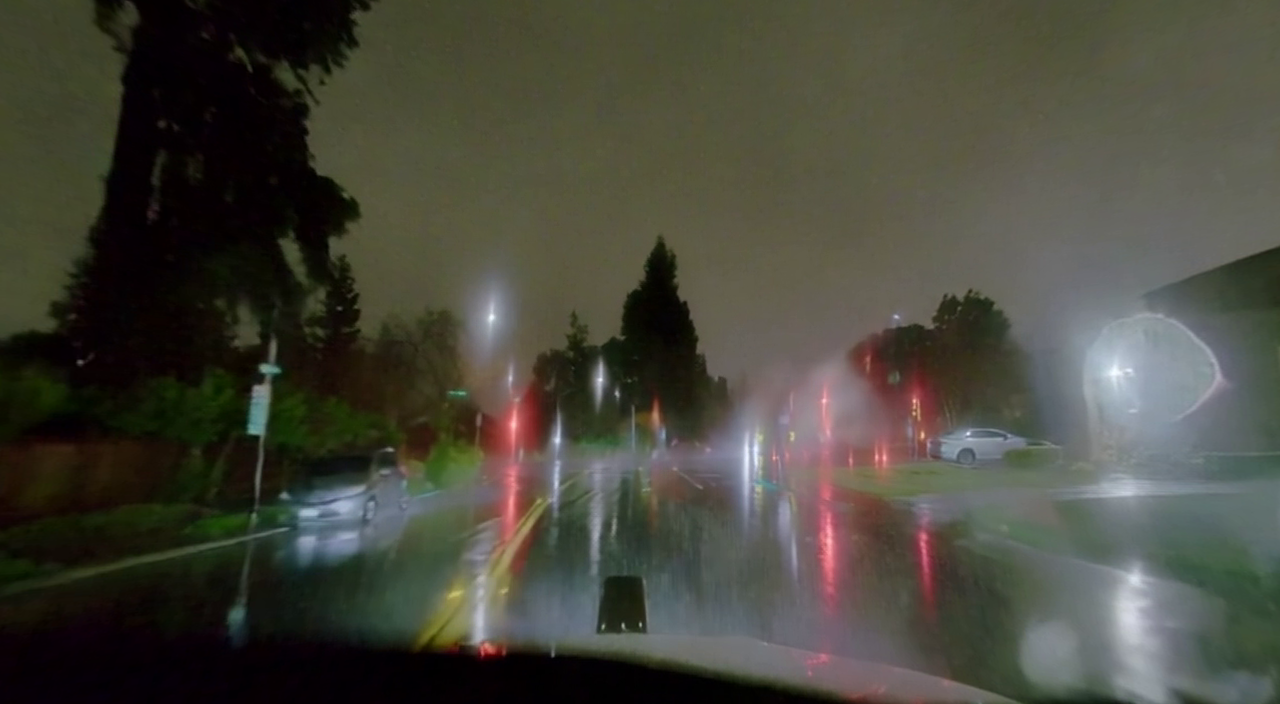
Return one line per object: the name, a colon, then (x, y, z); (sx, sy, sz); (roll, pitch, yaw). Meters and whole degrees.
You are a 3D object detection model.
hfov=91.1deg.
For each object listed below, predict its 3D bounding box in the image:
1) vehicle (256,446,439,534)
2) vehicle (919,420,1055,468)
vehicle: (-6.075, 2.855, 13.738); (2.033, 1.456, 4.370); (-3, -8, -2)
vehicle: (14.811, 3.989, 27.036); (4.562, 1.850, 2.130); (1, -10, 3)
